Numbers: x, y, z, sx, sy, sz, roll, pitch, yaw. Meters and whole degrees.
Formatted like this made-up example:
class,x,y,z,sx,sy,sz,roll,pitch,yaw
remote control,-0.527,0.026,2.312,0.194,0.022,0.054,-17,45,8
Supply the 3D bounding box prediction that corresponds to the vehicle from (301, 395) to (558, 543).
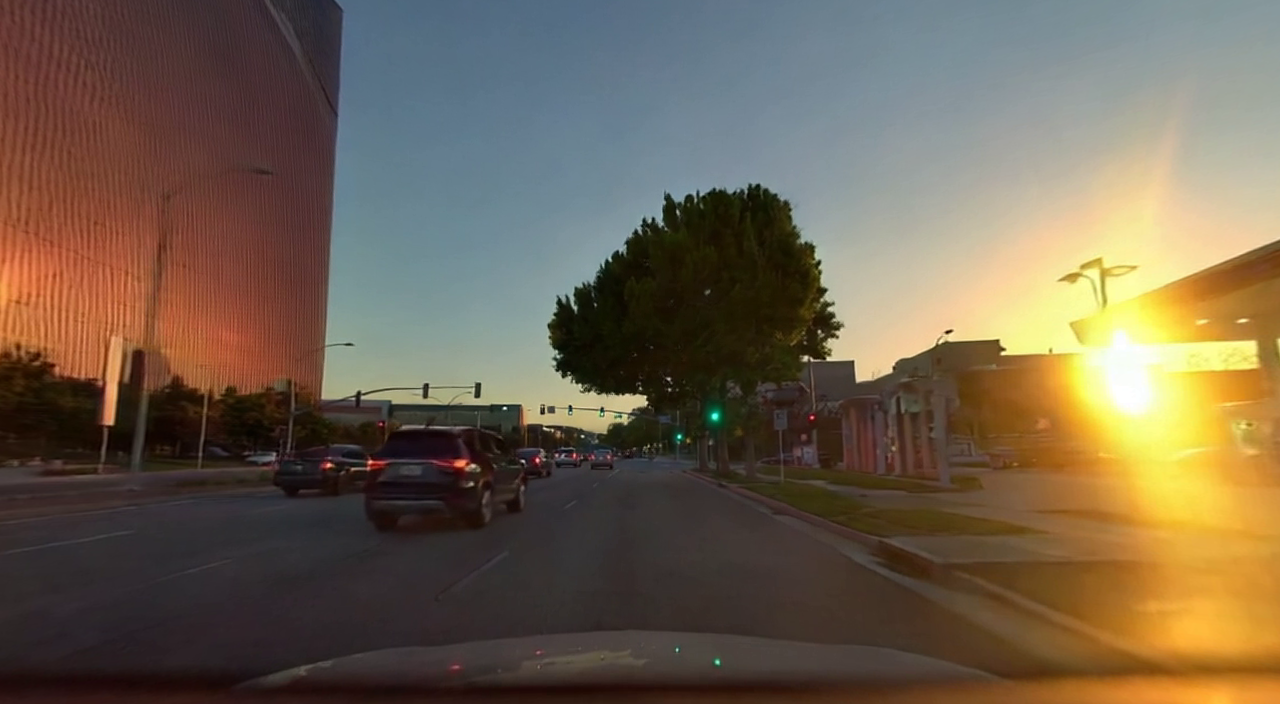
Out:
class,x,y,z,sx,sy,sz,roll,pitch,yaw
vehicle,-3.420,2.155,12.225,2.602,2.091,6.347,0,-9,2
